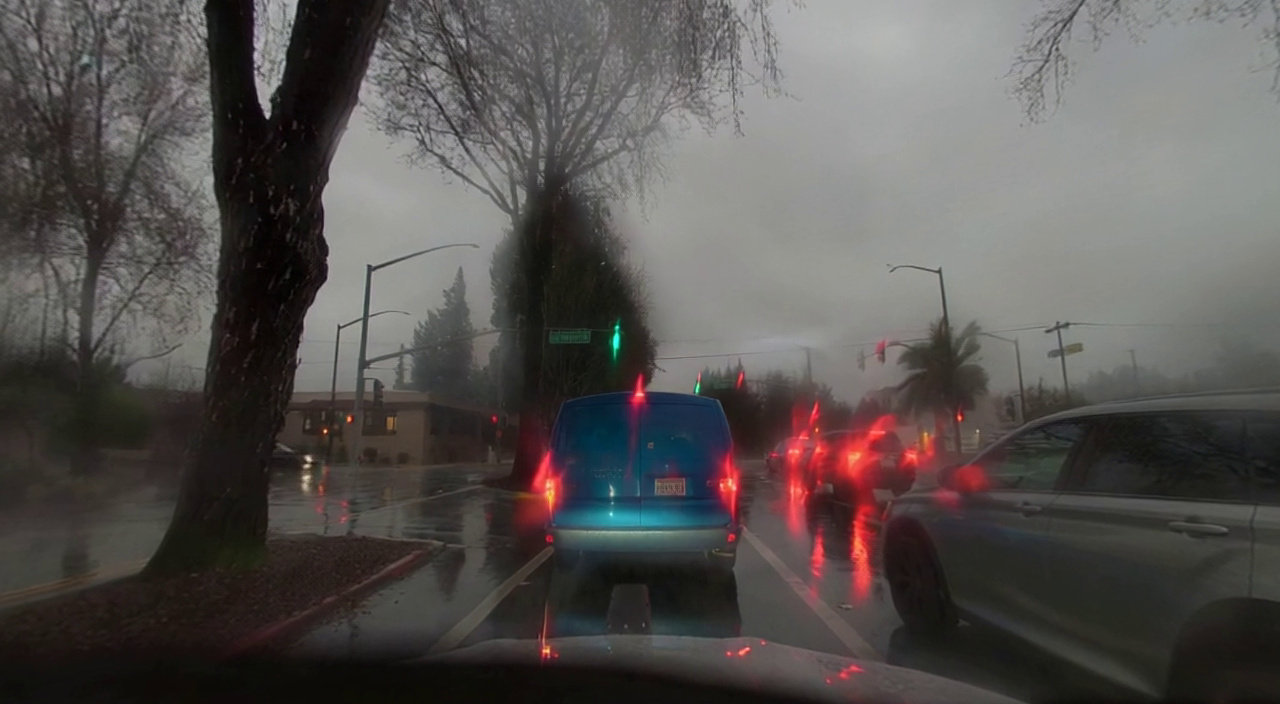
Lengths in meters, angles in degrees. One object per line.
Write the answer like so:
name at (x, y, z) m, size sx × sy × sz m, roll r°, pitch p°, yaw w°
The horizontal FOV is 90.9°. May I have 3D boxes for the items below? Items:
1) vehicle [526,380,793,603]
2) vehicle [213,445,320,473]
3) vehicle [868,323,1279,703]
vehicle at (0.172, 1.468, 7.451) m, size 2.185 × 1.822 × 4.391 m, roll 0°, pitch -8°, yaw 0°
vehicle at (-20.910, 5.991, 35.430) m, size 4.664 × 1.449 × 1.992 m, roll 1°, pitch -8°, yaw -6°
vehicle at (2.895, 0.951, 3.179) m, size 1.971 × 1.663 × 4.287 m, roll 0°, pitch -8°, yaw 2°
